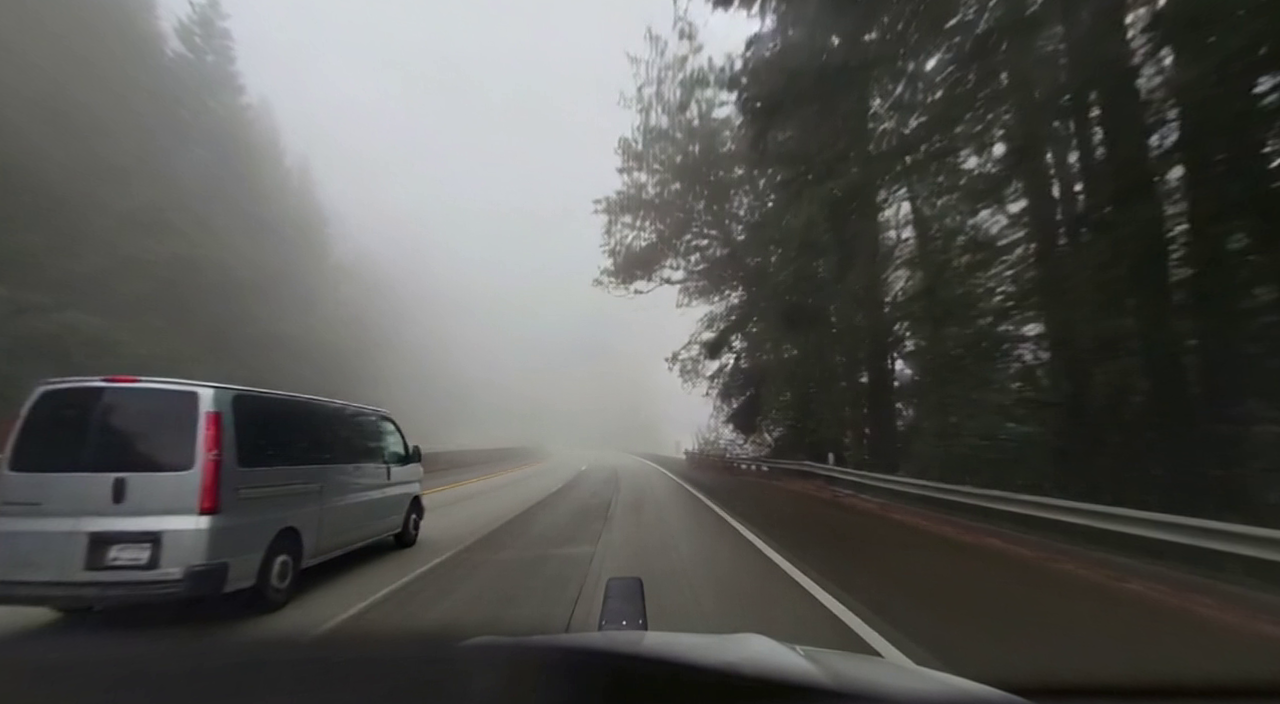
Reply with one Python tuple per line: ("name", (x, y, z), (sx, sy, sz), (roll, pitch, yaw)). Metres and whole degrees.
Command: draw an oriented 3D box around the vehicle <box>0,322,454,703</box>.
("vehicle", (-3.665, 1.147, 5.710), (2.372, 1.891, 5.061), (0, -8, 0))
